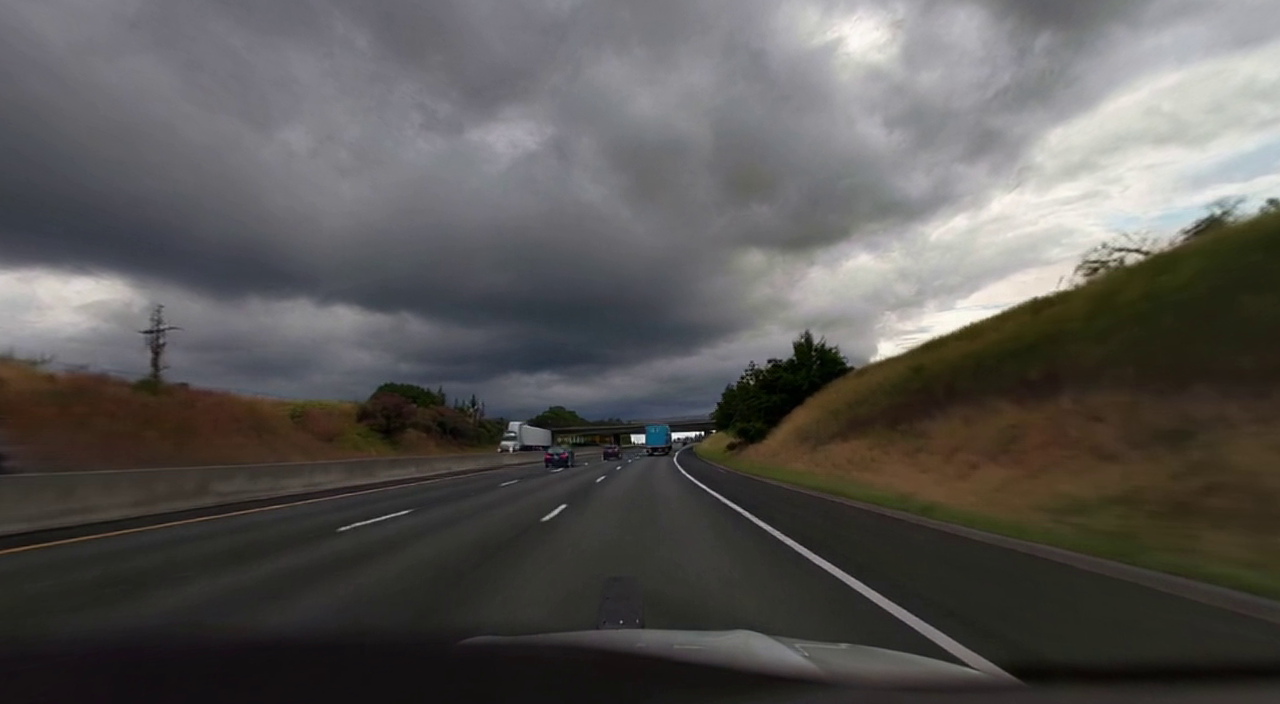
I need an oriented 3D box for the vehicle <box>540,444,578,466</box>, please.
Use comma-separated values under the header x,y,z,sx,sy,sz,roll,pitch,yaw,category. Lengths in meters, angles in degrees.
x,y,z,sx,sy,sz,roll,pitch,yaw,category
-5.739,7.399,45.319,2.078,1.469,4.371,0,-9,1,vehicle
